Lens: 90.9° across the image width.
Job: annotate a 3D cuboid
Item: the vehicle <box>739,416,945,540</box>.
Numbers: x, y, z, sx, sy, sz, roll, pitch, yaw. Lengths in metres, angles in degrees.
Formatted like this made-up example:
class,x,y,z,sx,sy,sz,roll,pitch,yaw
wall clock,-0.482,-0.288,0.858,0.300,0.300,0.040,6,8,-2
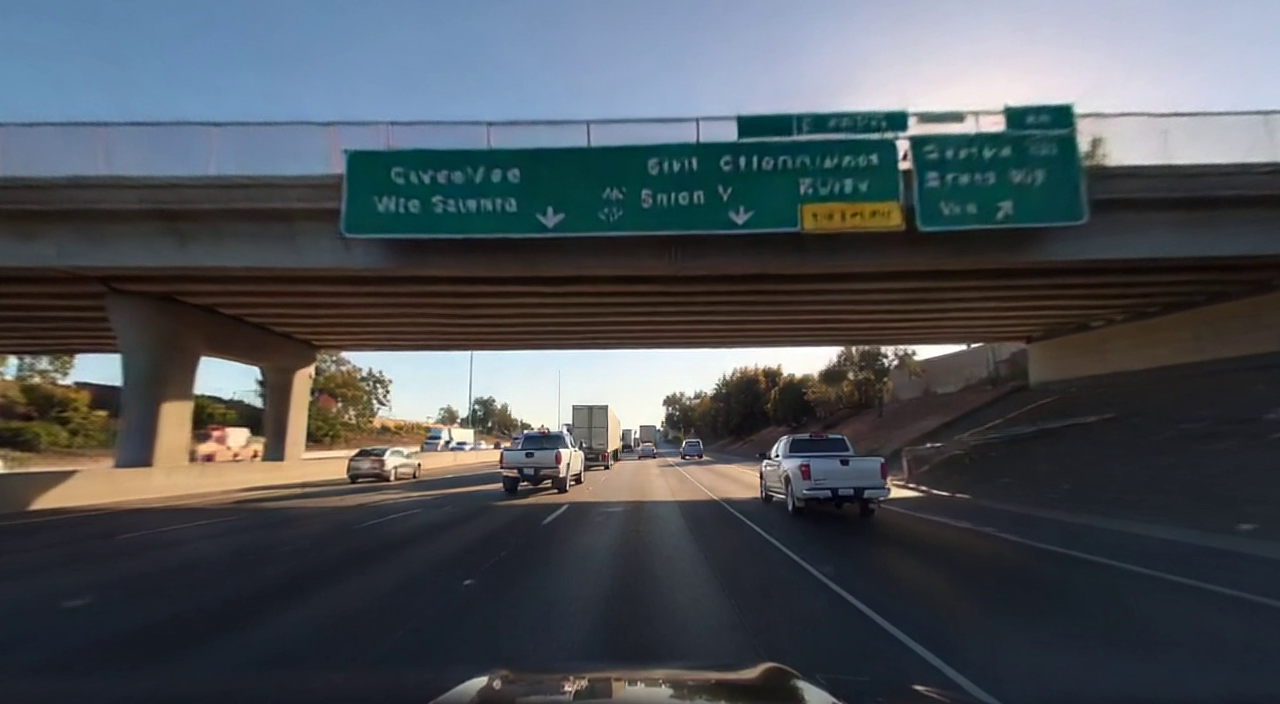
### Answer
class,x,y,z,sx,sy,sz,roll,pitch,yaw
vehicle,3.083,2.031,10.790,2.028,1.658,4.334,0,-8,-1

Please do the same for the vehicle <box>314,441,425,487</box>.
class,x,y,z,sx,sy,sz,roll,pitch,yaw
vehicle,-9.968,4.143,23.726,1.981,1.495,4.834,0,-8,1

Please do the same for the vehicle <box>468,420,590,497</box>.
class,x,y,z,sx,sy,sz,roll,pitch,yaw
vehicle,-3.233,3.327,20.181,2.645,2.023,6.491,-1,-8,1

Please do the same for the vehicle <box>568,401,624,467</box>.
class,x,y,z,sx,sy,sz,roll,pitch,yaw
vehicle,-2.990,6.337,47.631,2.869,4.108,15.564,-1,-8,1
